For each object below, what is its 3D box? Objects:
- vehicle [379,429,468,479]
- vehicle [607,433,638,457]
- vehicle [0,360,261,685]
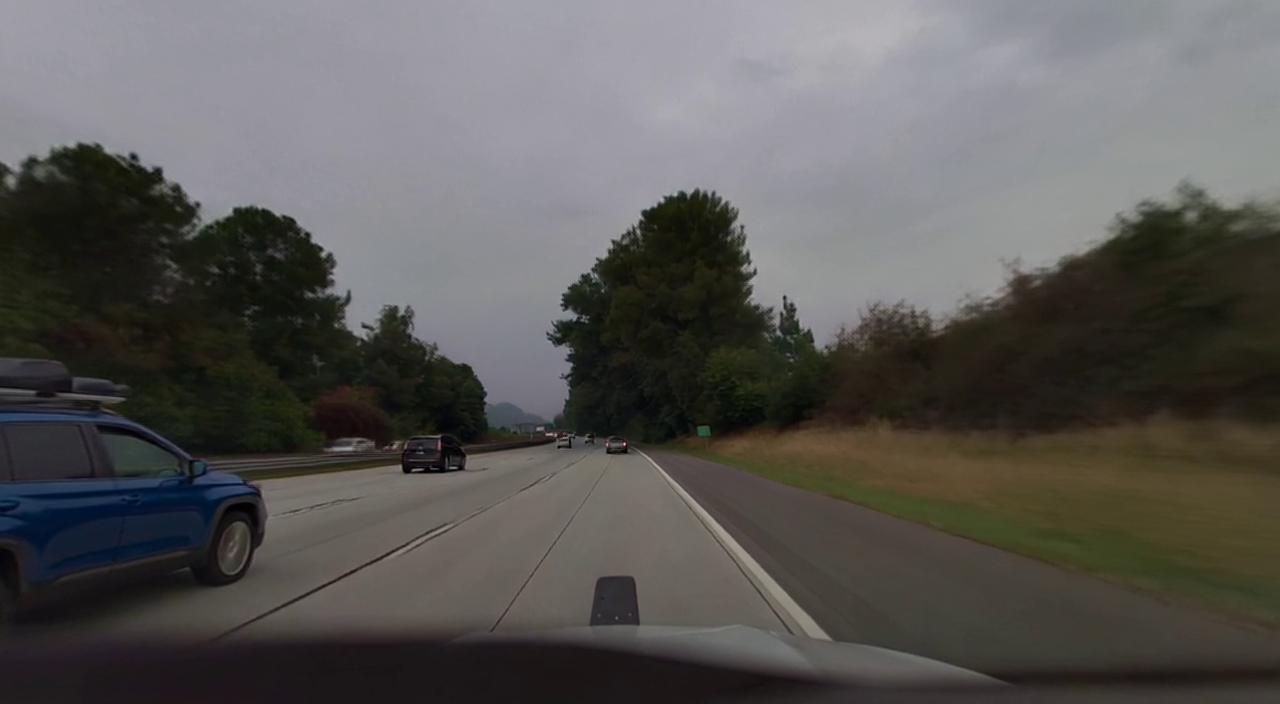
[{"bbox_3d":[-8.240,3.897,24.446,1.964,1.745,4.338,0,-8,-1],"label":"vehicle"},{"bbox_3d":[-1.240,6.705,45.560,2.178,1.658,3.916,0,-8,-1],"label":"vehicle"},{"bbox_3d":[-4.510,0.931,3.428,2.069,1.748,4.652,0,-8,-1],"label":"vehicle"}]
